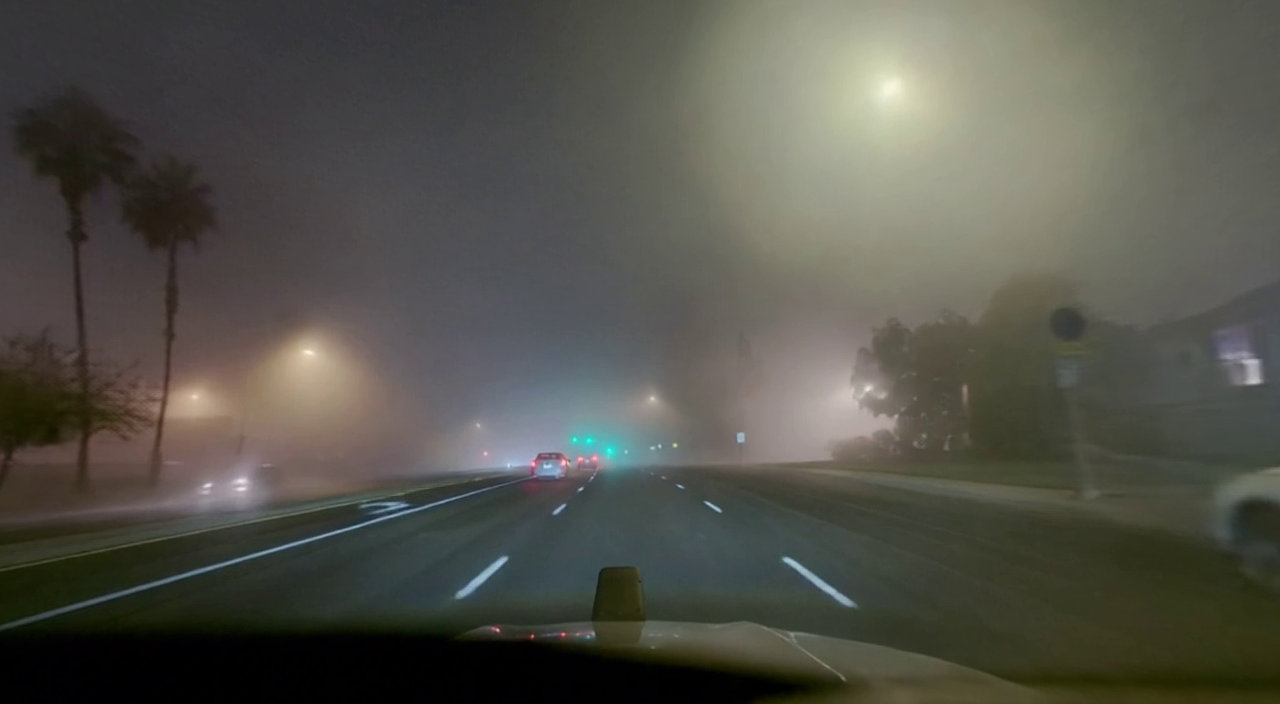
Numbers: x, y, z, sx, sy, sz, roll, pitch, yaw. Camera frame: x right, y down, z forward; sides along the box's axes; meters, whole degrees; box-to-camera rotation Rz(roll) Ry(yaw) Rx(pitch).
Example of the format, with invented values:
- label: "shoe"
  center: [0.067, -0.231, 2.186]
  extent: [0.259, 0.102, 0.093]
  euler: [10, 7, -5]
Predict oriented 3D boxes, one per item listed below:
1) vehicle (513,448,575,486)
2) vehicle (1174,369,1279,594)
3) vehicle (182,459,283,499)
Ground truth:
- label: "vehicle"
  center: [-4.060, 4.931, 27.550]
  extent: [2.108, 1.475, 4.555]
  euler: [0, -9, -2]
- label: "vehicle"
  center: [6.947, 0.862, 3.648]
  extent: [2.418, 2.004, 6.128]
  euler: [0, -9, 1]
- label: "vehicle"
  center: [-19.262, 6.008, 30.158]
  extent: [2.180, 1.539, 4.244]
  euler: [-3, -8, -3]
